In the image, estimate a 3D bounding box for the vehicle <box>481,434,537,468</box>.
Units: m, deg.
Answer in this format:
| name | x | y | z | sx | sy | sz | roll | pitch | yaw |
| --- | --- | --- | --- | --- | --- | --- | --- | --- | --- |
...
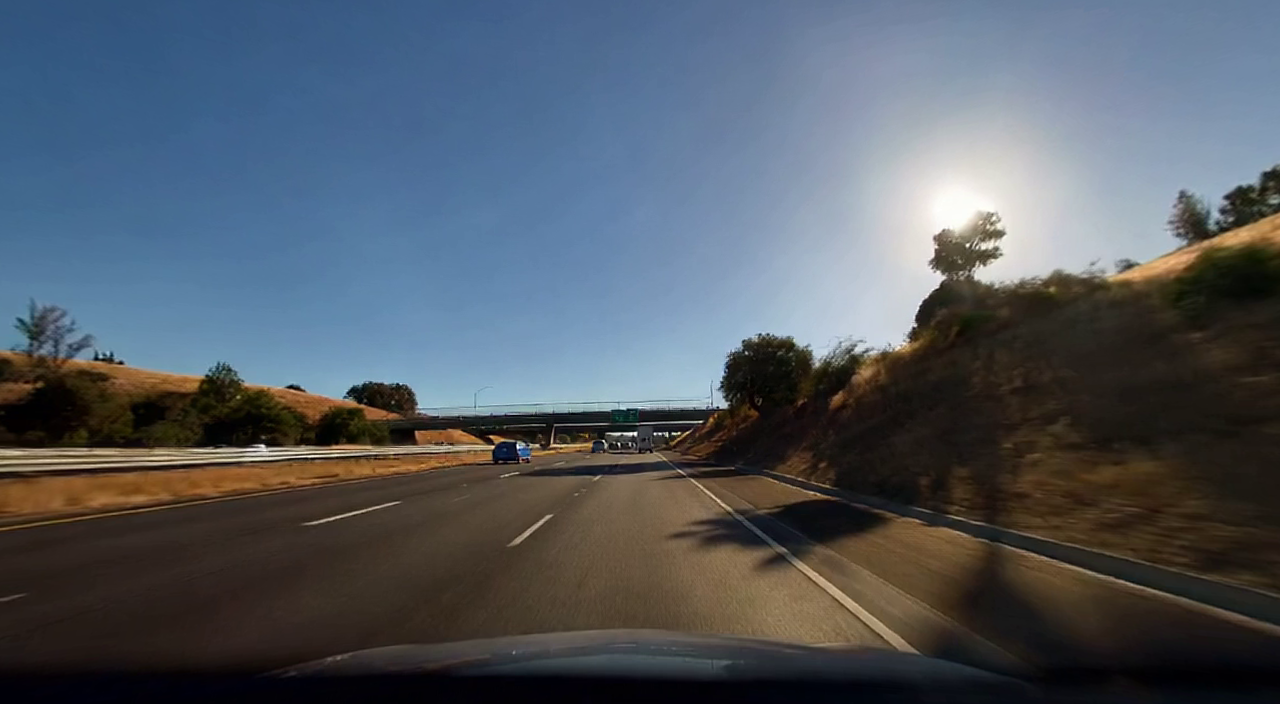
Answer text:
| name | x | y | z | sx | sy | sz | roll | pitch | yaw |
| --- | --- | --- | --- | --- | --- | --- | --- | --- | --- |
| vehicle | -7.121 | 5.414 | 34.712 | 2.070 | 1.738 | 4.733 | 0 | -8 | 0 |
